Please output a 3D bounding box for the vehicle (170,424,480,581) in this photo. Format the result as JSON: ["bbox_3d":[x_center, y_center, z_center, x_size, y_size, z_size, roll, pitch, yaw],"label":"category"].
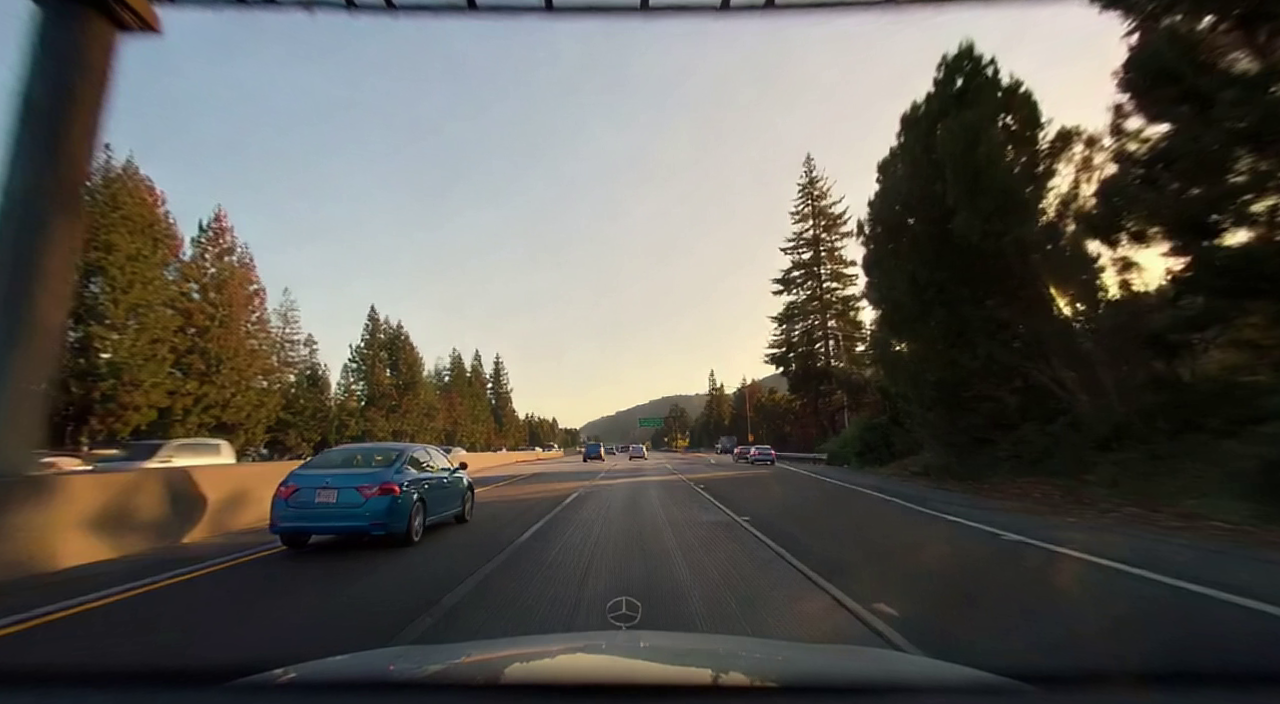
[{"bbox_3d":[-3.699,1.832,8.478,2.020,1.554,4.137,0,-9,0],"label":"vehicle"}]

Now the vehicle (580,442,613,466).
[{"bbox_3d":[-3.241,7.780,48.194,2.206,1.683,4.300,0,-9,0],"label":"vehicle"}]

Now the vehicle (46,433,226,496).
[{"bbox_3d":[-17.563,3.931,22.470,2.058,1.967,5.183,0,-9,0],"label":"vehicle"}]
